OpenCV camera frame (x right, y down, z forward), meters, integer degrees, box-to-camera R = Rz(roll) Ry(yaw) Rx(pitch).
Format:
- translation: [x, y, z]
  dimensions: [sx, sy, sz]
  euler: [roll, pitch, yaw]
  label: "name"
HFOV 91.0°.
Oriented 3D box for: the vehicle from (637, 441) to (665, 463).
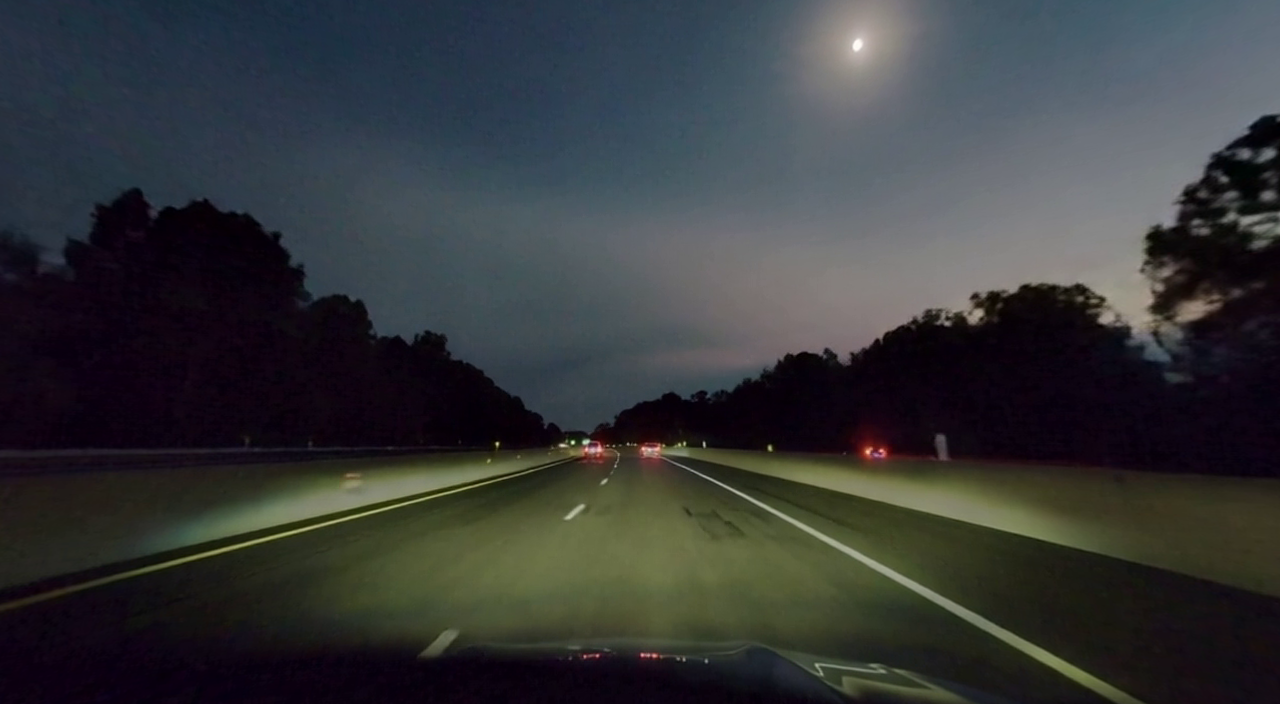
- translation: [0.758, 7.283, 46.104]
  dimensions: [1.966, 1.542, 3.979]
  euler: [0, -8, 0]
  label: "vehicle"
